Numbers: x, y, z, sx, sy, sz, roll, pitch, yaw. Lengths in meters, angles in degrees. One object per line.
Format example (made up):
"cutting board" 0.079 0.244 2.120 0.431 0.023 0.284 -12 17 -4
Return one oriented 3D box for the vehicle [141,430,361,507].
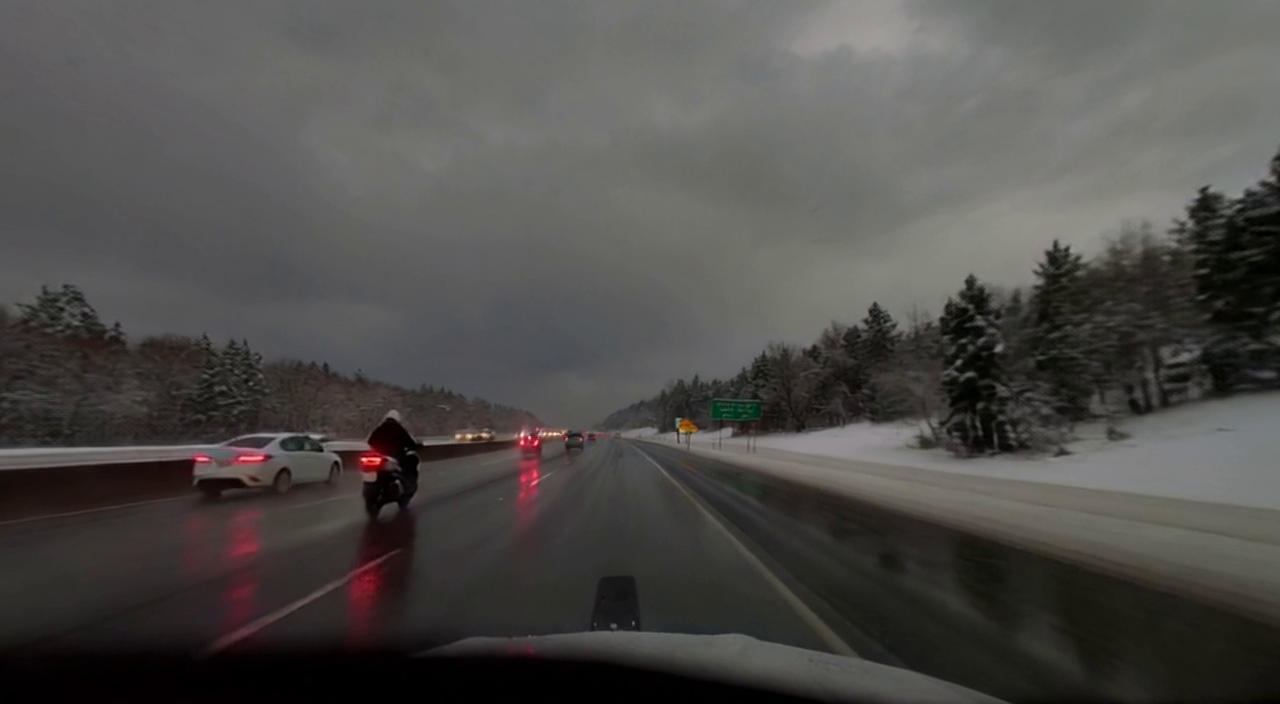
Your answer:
"vehicle" -8.308 2.486 14.141 2.053 1.409 4.704 0 -8 -2
